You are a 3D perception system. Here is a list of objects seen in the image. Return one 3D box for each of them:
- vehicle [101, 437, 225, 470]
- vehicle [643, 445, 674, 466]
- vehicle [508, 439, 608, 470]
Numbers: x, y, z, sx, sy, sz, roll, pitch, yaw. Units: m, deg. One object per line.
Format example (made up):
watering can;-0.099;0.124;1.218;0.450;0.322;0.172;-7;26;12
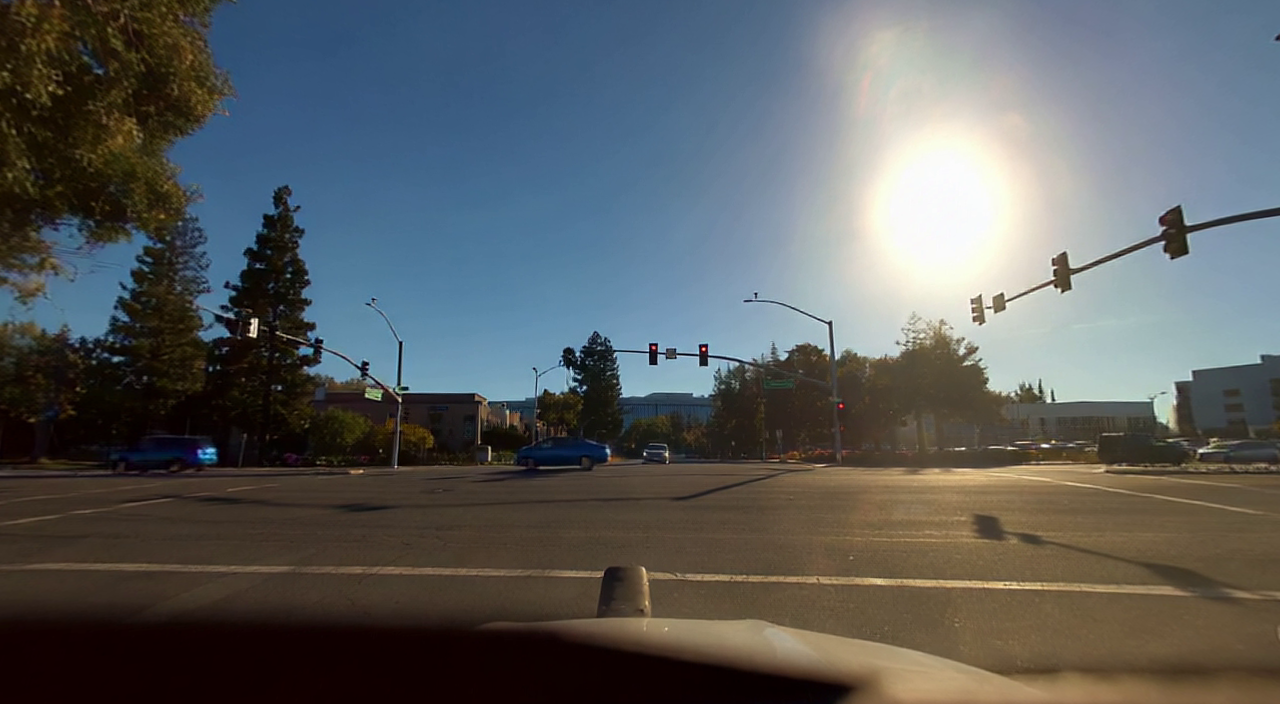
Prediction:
vehicle;-24.055;5.135;31.918;4.735;1.588;1.877;0;-9;1
vehicle;1.310;7.634;46.471;2.132;1.449;4.235;0;-9;0
vehicle;-4.024;5.072;31.332;4.681;1.465;1.820;0;-9;2
